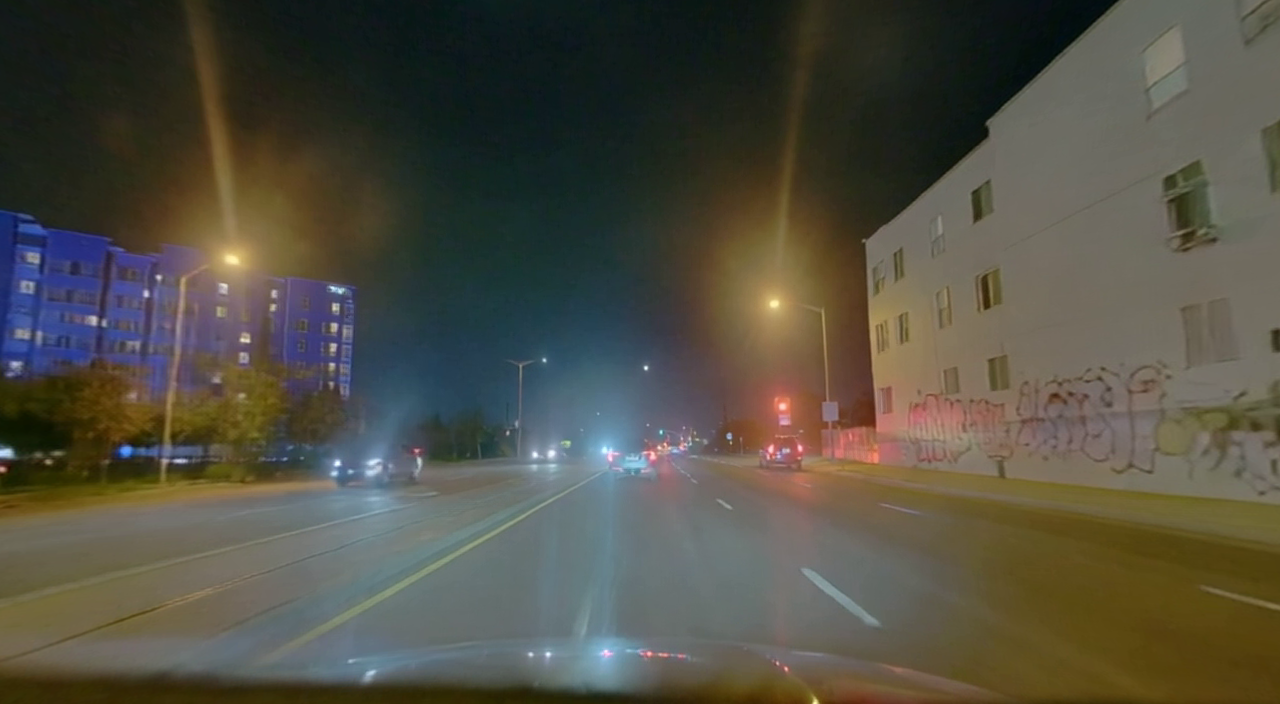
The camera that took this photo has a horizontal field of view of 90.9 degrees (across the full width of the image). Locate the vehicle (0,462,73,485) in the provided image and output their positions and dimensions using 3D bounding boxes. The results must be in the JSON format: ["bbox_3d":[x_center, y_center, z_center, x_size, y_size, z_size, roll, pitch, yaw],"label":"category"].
[{"bbox_3d":[-41.389,8.187,42.737,1.882,1.448,4.160,-1,-9,3],"label":"vehicle"}]

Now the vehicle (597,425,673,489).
[{"bbox_3d":[-0.078,3.335,20.361,2.160,1.786,4.702,0,-8,2],"label":"vehicle"}]

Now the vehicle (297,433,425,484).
[{"bbox_3d":[-12.334,4.753,28.550,2.544,2.014,5.821,-1,-8,8],"label":"vehicle"}]

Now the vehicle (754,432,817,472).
[{"bbox_3d":[6.906,4.788,30.414,1.952,1.749,4.311,0,-8,0],"label":"vehicle"}]
